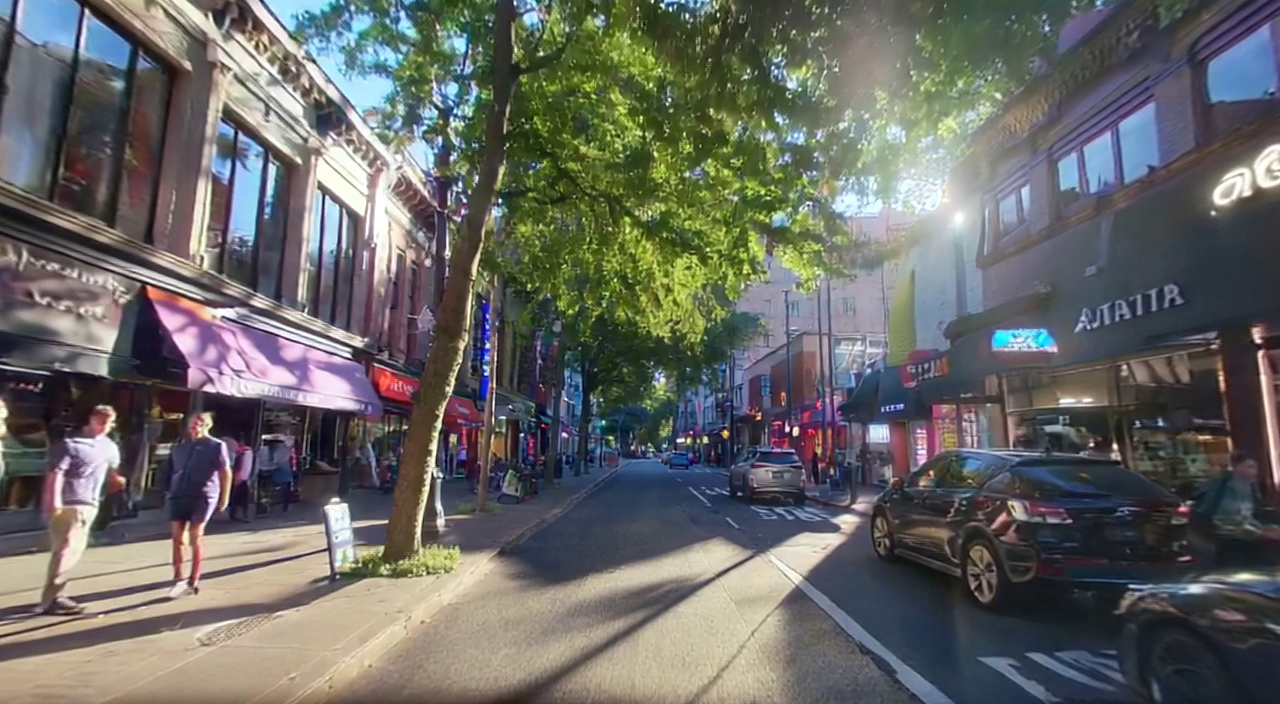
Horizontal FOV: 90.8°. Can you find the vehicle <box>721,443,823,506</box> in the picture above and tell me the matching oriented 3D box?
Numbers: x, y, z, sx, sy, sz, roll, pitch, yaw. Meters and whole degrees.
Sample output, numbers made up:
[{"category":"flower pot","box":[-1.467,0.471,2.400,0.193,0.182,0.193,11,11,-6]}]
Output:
[{"category":"vehicle","box":[3.622,3.441,18.241,1.971,1.559,4.326,0,-9,-1]}]

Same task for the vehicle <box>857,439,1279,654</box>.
[{"category":"vehicle","box":[4.109,1.699,6.719,1.977,1.478,4.458,0,-9,0]}]
